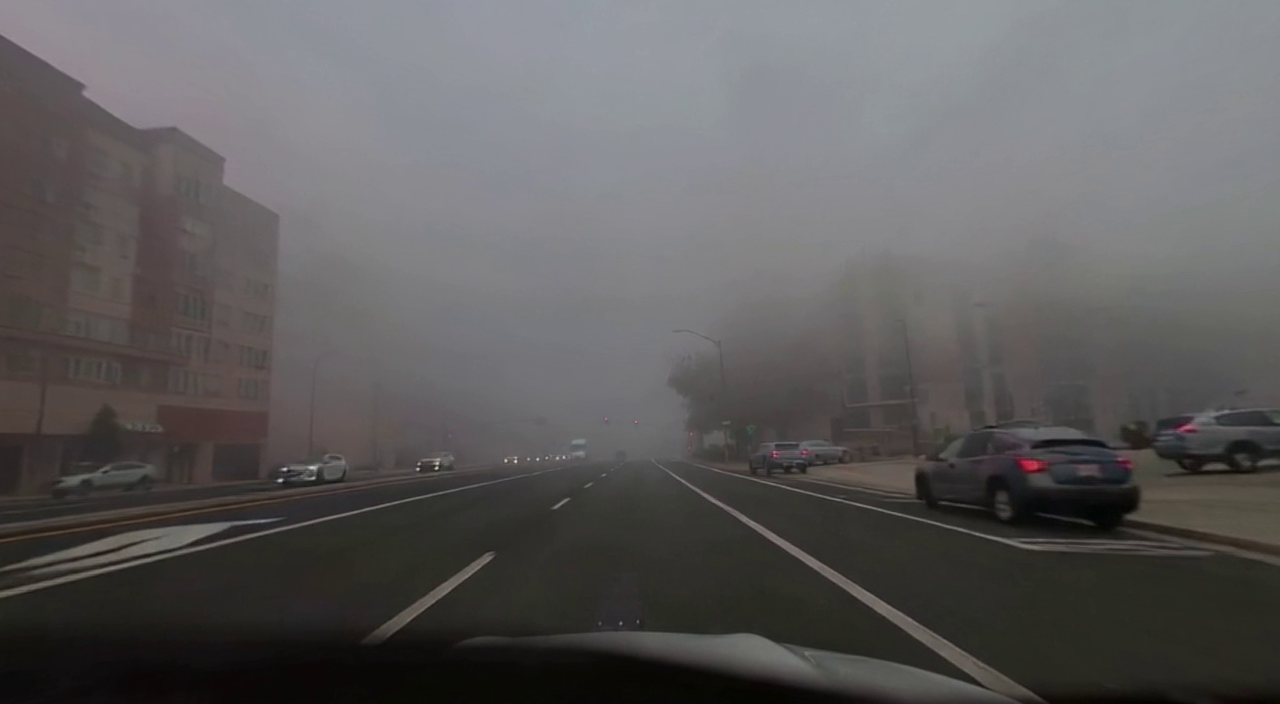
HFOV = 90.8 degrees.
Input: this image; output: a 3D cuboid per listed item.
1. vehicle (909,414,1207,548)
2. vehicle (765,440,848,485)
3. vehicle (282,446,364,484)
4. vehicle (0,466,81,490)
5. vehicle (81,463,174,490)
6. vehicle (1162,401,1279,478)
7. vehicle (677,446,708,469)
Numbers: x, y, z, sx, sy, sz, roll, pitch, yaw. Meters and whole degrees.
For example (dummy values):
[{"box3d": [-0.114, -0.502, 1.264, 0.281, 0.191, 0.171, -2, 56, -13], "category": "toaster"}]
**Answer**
[{"box3d": [6.510, 2.045, 10.669, 2.175, 1.770, 4.373, -1, -8, 3], "category": "vehicle"}, {"box3d": [6.612, 4.438, 25.676, 2.063, 1.631, 4.507, 0, -8, -1], "category": "vehicle"}, {"box3d": [-15.798, 5.595, 31.772, 1.888, 1.744, 4.355, 0, -8, 0], "category": "vehicle"}, {"box3d": [-39.630, 8.204, 41.227, 4.522, 1.438, 1.863, -1, -8, 3], "category": "vehicle"}, {"box3d": [-33.753, 8.173, 41.652, 4.700, 1.643, 1.973, -1, -9, 8], "category": "vehicle"}, {"box3d": [15.087, 1.957, 14.169, 4.830, 1.605, 1.982, -1, -8, 4], "category": "vehicle"}, {"box3d": [3.737, 7.547, 45.566, 1.878, 1.534, 4.120, 0, -8, -1], "category": "vehicle"}]
